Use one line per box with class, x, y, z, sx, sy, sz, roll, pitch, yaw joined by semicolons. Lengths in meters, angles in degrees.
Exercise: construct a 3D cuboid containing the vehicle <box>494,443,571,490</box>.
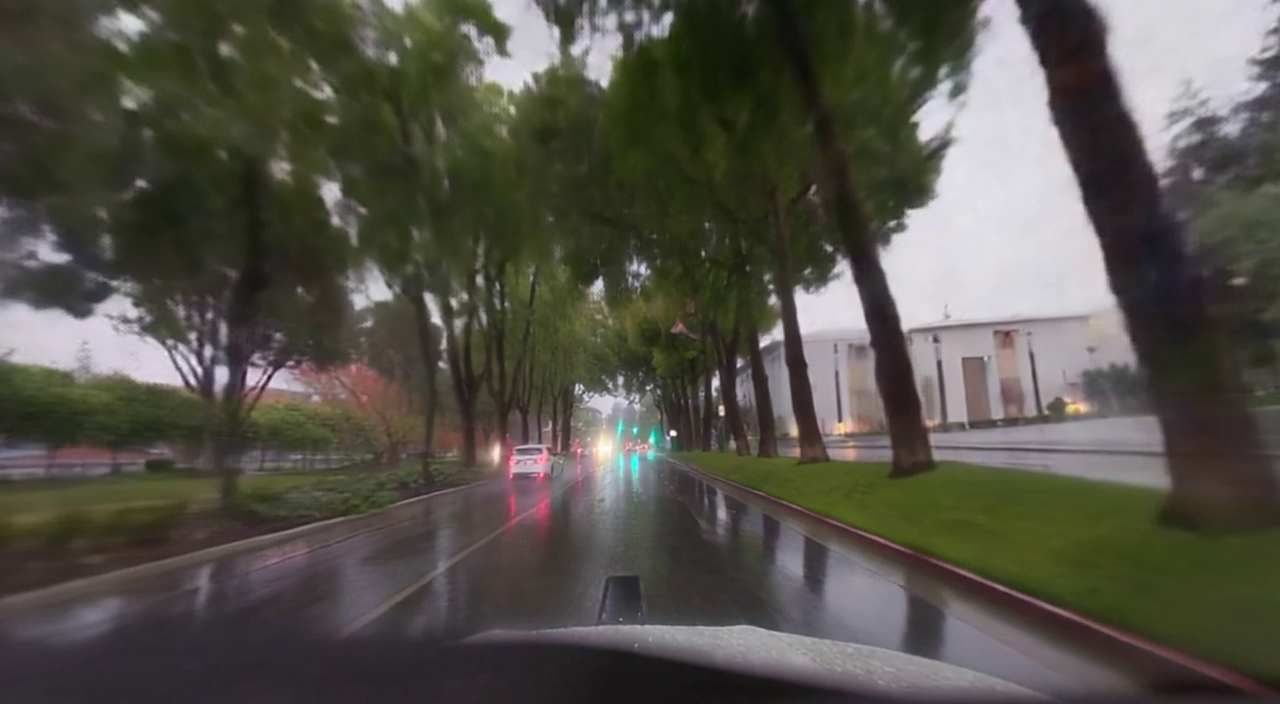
vehicle;-3.641;3.938;22.096;1.932;1.431;4.144;-1;-8;1
